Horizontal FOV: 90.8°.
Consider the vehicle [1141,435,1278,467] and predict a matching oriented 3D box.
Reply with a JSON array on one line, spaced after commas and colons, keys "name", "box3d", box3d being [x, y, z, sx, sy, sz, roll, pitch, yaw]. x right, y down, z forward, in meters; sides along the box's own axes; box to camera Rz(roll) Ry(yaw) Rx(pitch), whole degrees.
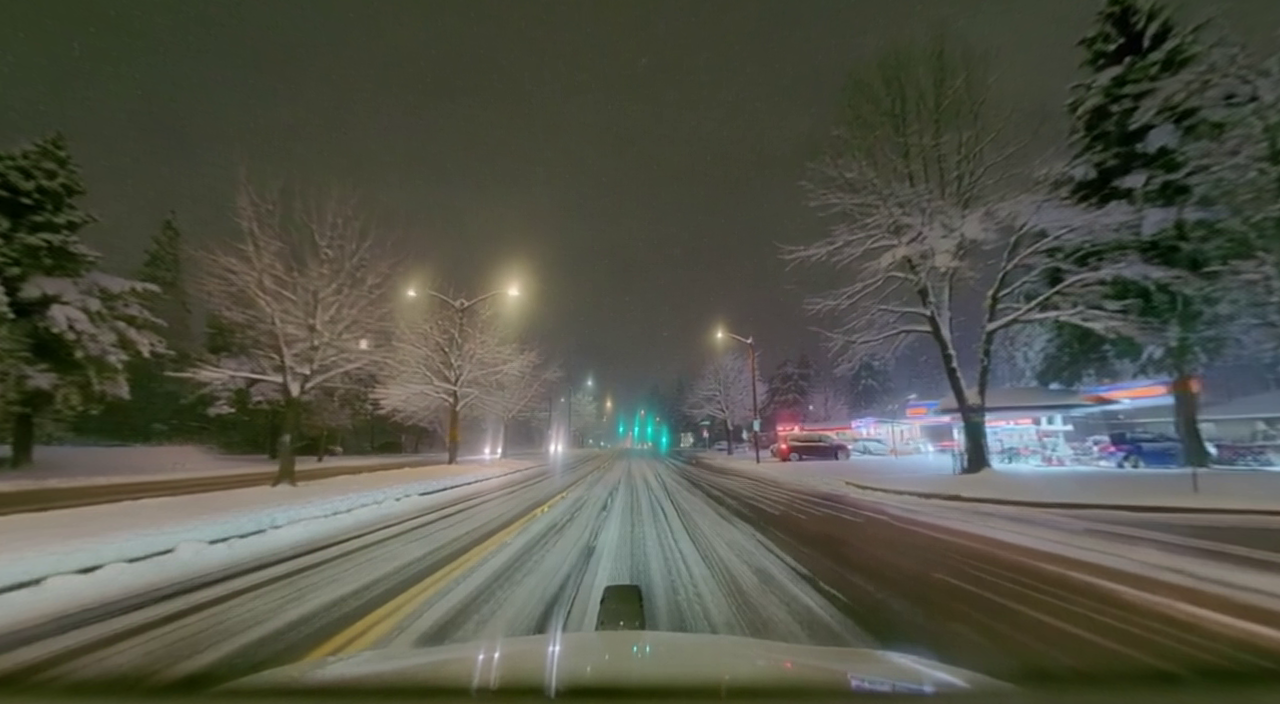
[{"name": "vehicle", "box3d": [27.470, 4.778, 30.585, 4.610, 1.467, 2.005, 0, -8, 1]}]

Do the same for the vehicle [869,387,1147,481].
[{"name": "vehicle", "box3d": [14.230, 3.262, 25.014, 9.127, 3.409, 2.992, 1, -8, -2]}]

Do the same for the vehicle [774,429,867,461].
[{"name": "vehicle", "box3d": [13.118, 6.812, 46.313, 6.063, 2.313, 2.534, 0, -8, 1]}]
